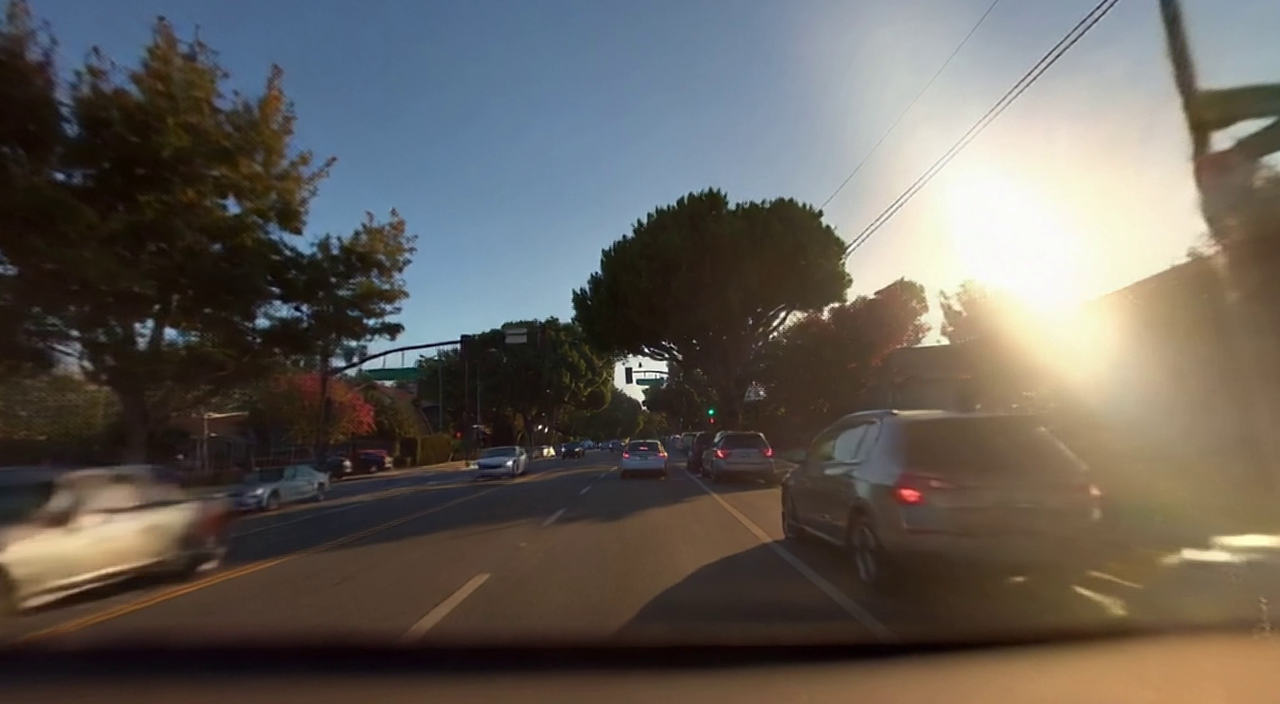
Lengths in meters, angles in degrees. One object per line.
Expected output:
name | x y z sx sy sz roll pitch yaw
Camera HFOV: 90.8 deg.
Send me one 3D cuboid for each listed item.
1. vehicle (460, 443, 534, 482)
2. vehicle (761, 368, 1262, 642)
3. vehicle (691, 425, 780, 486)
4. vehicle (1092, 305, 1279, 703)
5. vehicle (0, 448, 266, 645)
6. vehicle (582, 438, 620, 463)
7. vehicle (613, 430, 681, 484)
vehicle | -5.934 4.627 26.816 1.981 1.498 4.701 -1 -8 1
vehicle | 2.893 1.332 6.553 2.289 1.782 4.661 0 -8 -1
vehicle | 2.938 3.315 20.559 2.060 1.733 4.639 0 -8 -2
vehicle | 2.794 0.486 0.196 1.974 1.696 4.461 0 -8 0
vehicle | -5.943 1.694 5.943 1.987 1.478 4.693 -2 -8 0
vehicle | -2.522 6.479 41.830 2.117 1.528 4.277 -1 -8 1
vehicle | 0.183 3.477 21.201 2.041 1.575 4.304 0 -8 0
